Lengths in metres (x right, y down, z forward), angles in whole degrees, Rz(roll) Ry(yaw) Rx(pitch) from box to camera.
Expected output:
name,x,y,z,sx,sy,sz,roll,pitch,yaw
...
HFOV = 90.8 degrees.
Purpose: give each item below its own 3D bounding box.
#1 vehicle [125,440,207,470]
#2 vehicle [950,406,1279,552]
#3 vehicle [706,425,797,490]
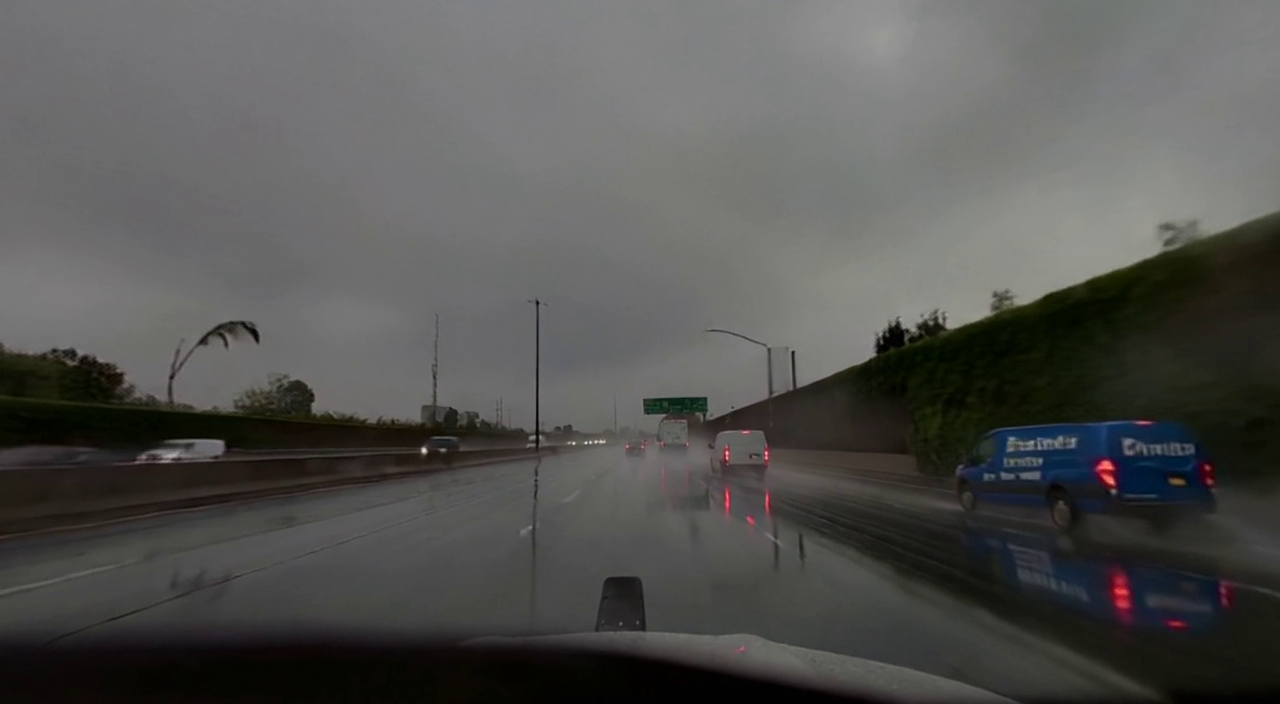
name,x,y,z,sx,sy,sz,roll,pitch,yaw
vehicle,-28.705,6.253,38.449,1.877,1.692,3.983,0,-8,0
vehicle,7.525,1.945,10.386,2.266,1.799,4.947,0,-8,-1
vehicle,3.583,3.511,21.326,2.035,1.931,4.841,0,-9,-2
